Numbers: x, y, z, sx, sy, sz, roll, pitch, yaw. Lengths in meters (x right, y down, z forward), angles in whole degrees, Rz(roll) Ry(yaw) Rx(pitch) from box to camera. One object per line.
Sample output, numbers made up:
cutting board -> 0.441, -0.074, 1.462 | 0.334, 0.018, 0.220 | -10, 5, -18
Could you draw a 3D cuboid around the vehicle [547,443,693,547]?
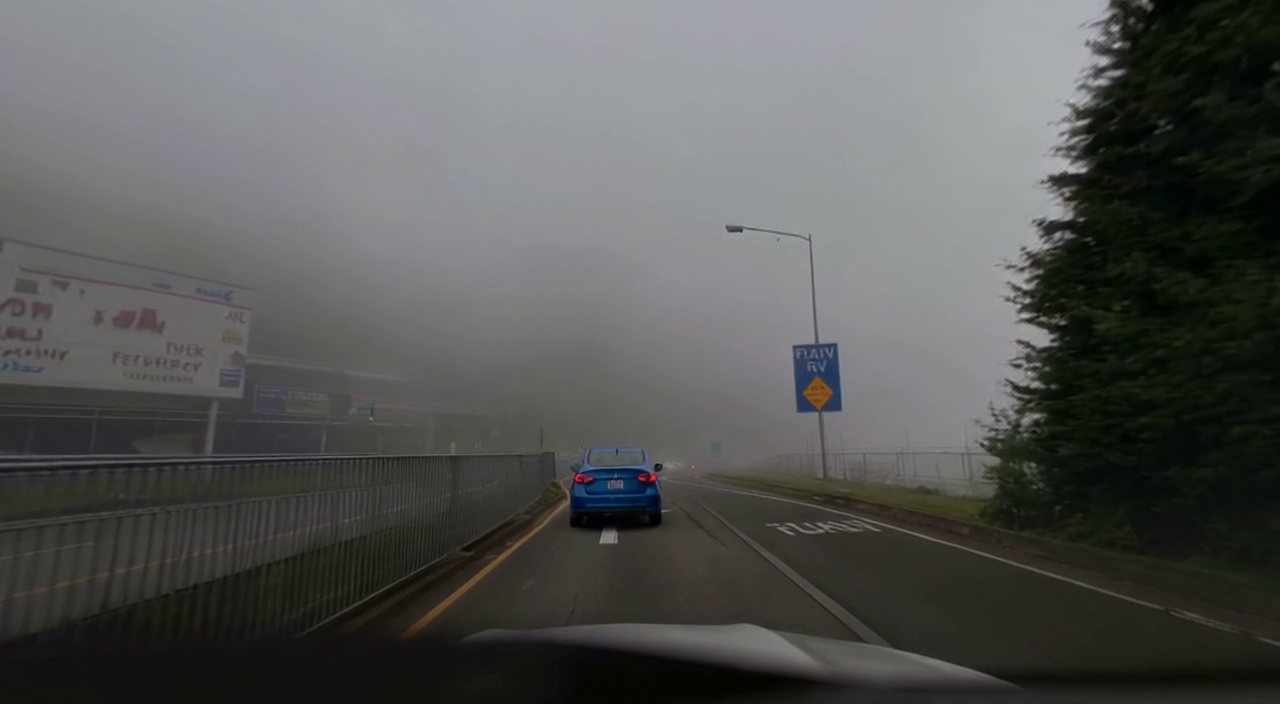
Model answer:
vehicle -> -0.309, 2.334, 10.966 | 2.063, 1.442, 3.933 | 0, -9, -1
